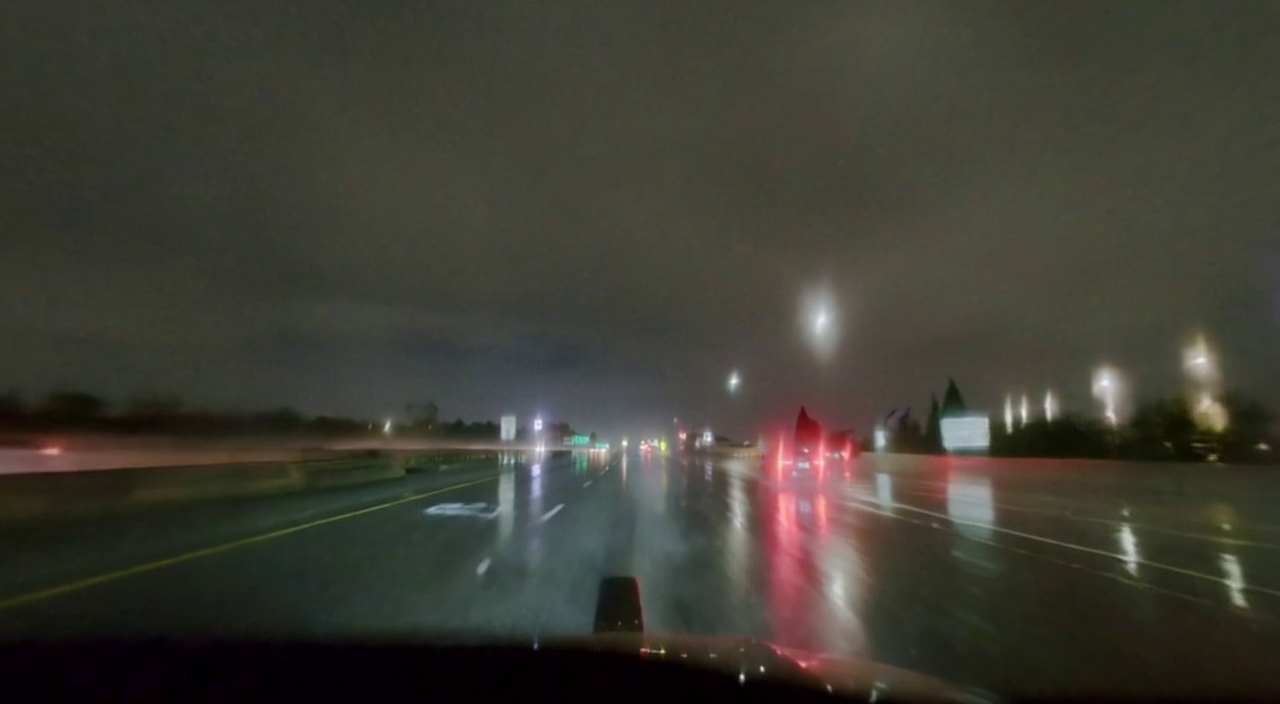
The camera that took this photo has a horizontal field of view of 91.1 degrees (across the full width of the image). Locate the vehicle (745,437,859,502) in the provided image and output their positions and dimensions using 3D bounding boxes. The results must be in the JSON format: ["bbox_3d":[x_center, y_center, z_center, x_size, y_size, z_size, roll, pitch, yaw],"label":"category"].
[{"bbox_3d":[4.273,3.178,17.328,1.984,1.540,3.973,0,-9,-1],"label":"vehicle"}]
